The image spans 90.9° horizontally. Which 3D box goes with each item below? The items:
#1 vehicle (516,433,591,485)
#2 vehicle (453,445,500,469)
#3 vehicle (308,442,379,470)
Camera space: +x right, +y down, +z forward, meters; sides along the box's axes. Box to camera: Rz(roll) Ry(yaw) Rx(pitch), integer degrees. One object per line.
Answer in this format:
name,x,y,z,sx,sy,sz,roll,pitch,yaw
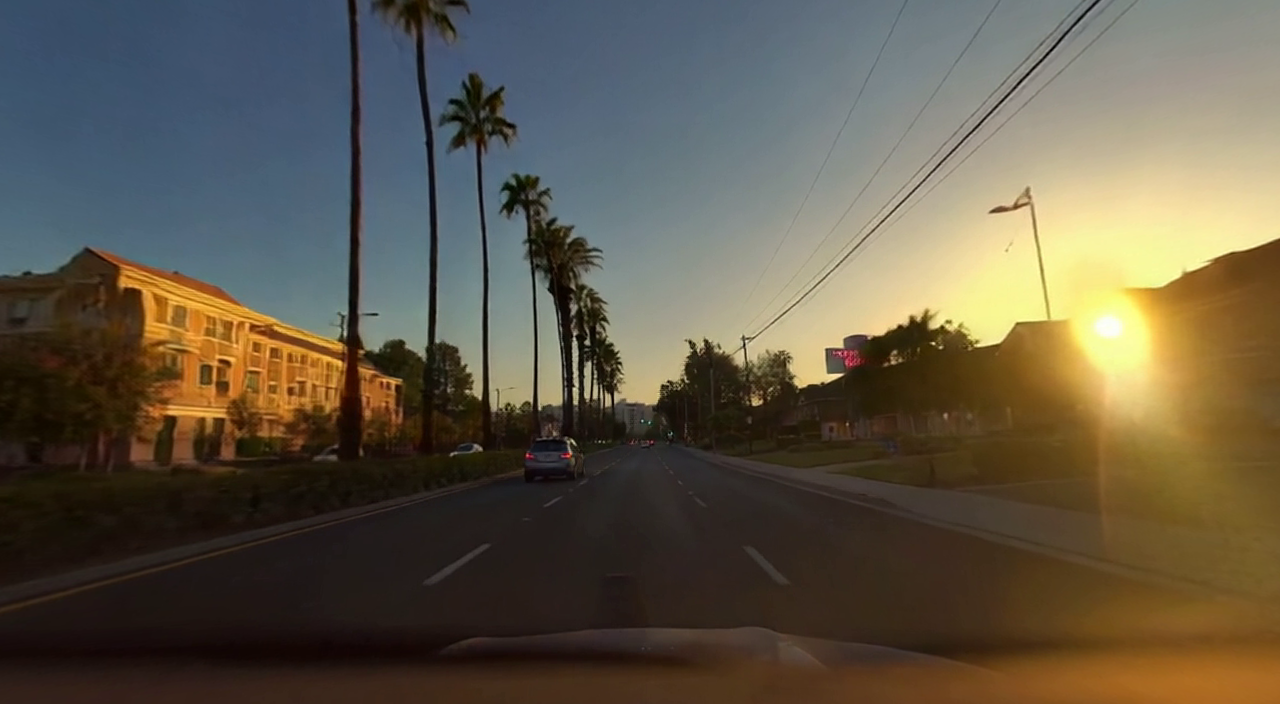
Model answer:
vehicle,-3.041,3.888,23.214,2.062,1.693,4.669,0,-8,1
vehicle,-10.847,6.967,42.056,1.930,1.480,4.115,0,-9,1
vehicle,-22.093,7.778,47.315,2.452,1.859,5.964,-3,-9,0
